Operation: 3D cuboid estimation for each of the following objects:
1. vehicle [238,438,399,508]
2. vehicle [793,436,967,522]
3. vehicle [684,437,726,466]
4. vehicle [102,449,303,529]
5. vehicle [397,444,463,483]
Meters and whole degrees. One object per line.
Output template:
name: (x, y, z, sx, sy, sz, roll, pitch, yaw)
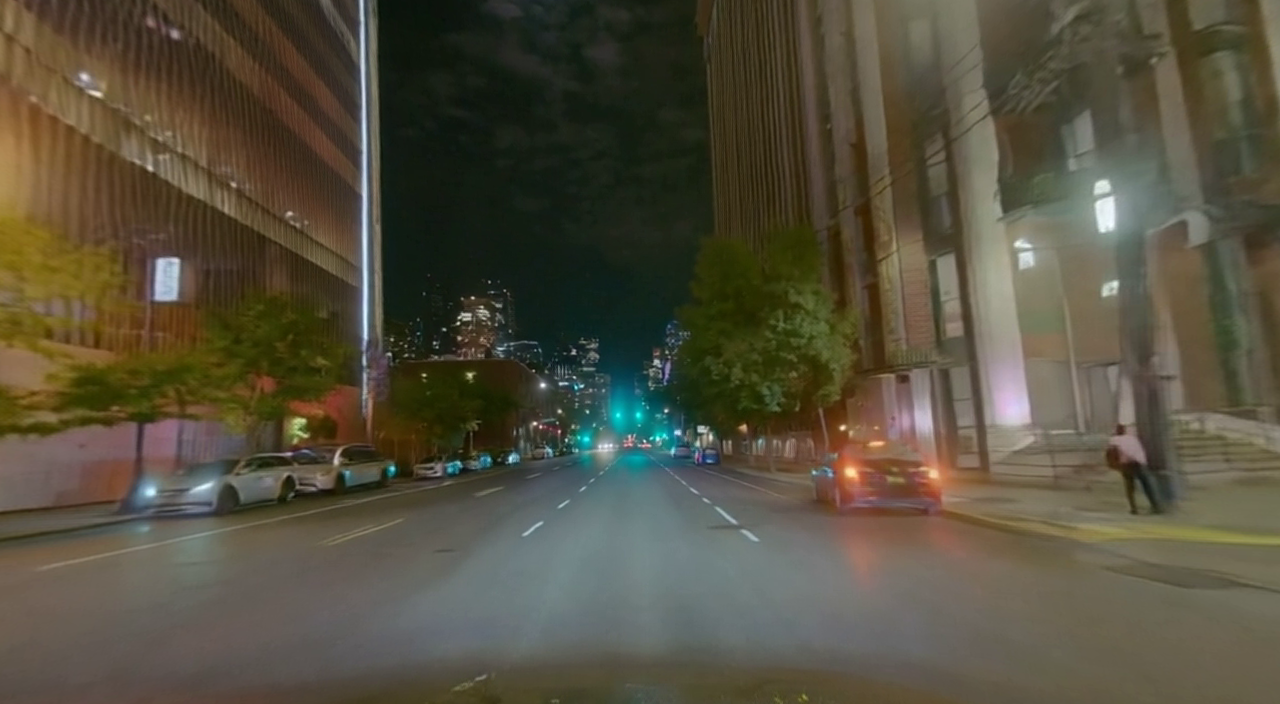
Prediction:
vehicle: (-10.995, 4.158, 22.403, 2.574, 1.922, 6.292, -4, -8, -2)
vehicle: (4.844, 2.608, 13.594, 1.929, 1.522, 4.543, 0, -8, 0)
vehicle: (4.428, 6.920, 44.081, 2.237, 1.908, 5.320, 0, -8, -1)
vehicle: (-11.126, 3.450, 16.624, 1.992, 1.629, 4.773, -4, -8, -1)
vehicle: (-11.470, 6.072, 34.907, 1.970, 1.828, 5.519, -3, -8, -3)
